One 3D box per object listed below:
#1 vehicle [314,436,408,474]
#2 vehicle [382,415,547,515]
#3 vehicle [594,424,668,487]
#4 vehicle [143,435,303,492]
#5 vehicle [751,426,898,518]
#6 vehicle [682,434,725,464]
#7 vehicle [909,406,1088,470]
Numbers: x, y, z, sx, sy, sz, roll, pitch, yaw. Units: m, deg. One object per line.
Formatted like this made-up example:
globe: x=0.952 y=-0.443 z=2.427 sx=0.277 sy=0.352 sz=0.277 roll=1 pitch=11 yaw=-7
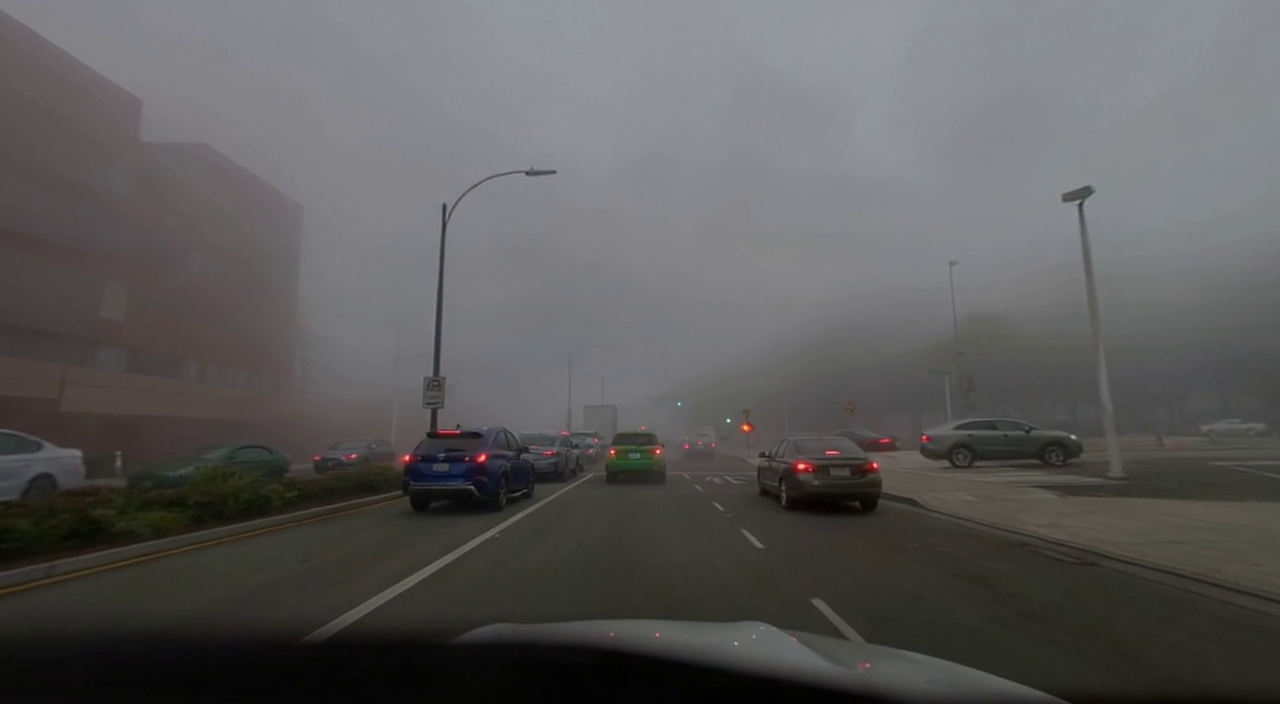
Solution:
vehicle: x=-12.171 y=4.527 z=27.774 sx=1.924 sy=1.511 sz=4.640 roll=0 pitch=-8 yaw=1
vehicle: x=-3.392 y=2.288 z=13.160 sx=2.047 sy=1.710 sz=4.314 roll=0 pitch=-8 yaw=2
vehicle: x=-0.198 y=3.137 z=19.283 sx=2.022 sy=1.700 sz=4.084 roll=0 pitch=-8 yaw=1
vehicle: x=-12.360 y=3.313 z=19.023 sx=1.843 sy=1.509 sz=4.301 roll=0 pitch=-8 yaw=1
vehicle: x=3.489 y=2.337 z=12.699 sx=1.847 sy=1.554 sz=3.885 roll=0 pitch=-8 yaw=1
vehicle: x=3.378 y=5.282 z=34.282 sx=1.948 sy=1.475 sz=4.093 roll=0 pitch=-8 yaw=0
vehicle: x=12.443 y=3.037 z=22.047 sx=4.991 sy=1.978 sz=2.090 roll=-8 pitch=-11 yaw=42
